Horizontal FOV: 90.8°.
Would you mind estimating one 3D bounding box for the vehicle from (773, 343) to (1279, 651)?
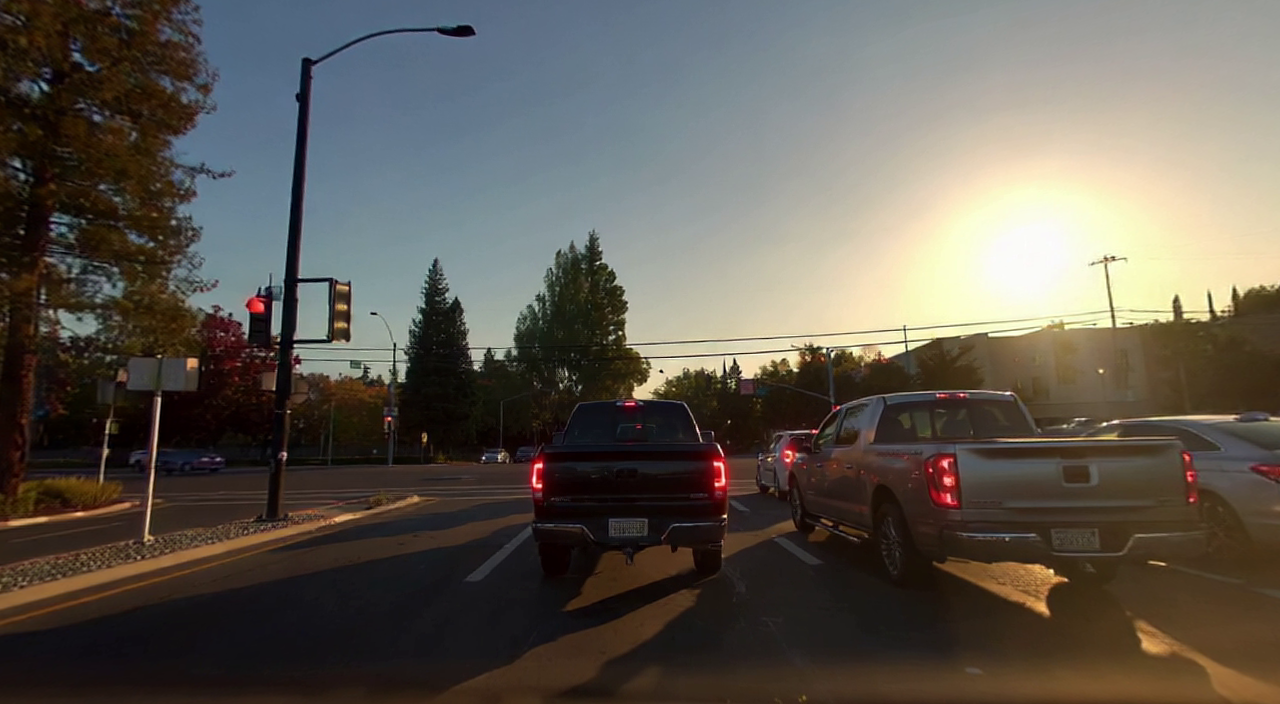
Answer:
[{"bbox_3d":[3.327,1.331,6.922,2.412,1.953,5.682,0,-9,-1],"label":"vehicle"}]

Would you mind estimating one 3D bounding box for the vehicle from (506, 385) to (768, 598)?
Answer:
[{"bbox_3d":[-0.050,1.568,8.002,2.240,1.821,5.001,0,-9,-1],"label":"vehicle"}]

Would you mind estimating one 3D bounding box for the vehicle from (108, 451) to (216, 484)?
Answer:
[{"bbox_3d":[-26.355,6.332,35.028,4.437,1.669,1.936,5,-10,-30],"label":"vehicle"}]
